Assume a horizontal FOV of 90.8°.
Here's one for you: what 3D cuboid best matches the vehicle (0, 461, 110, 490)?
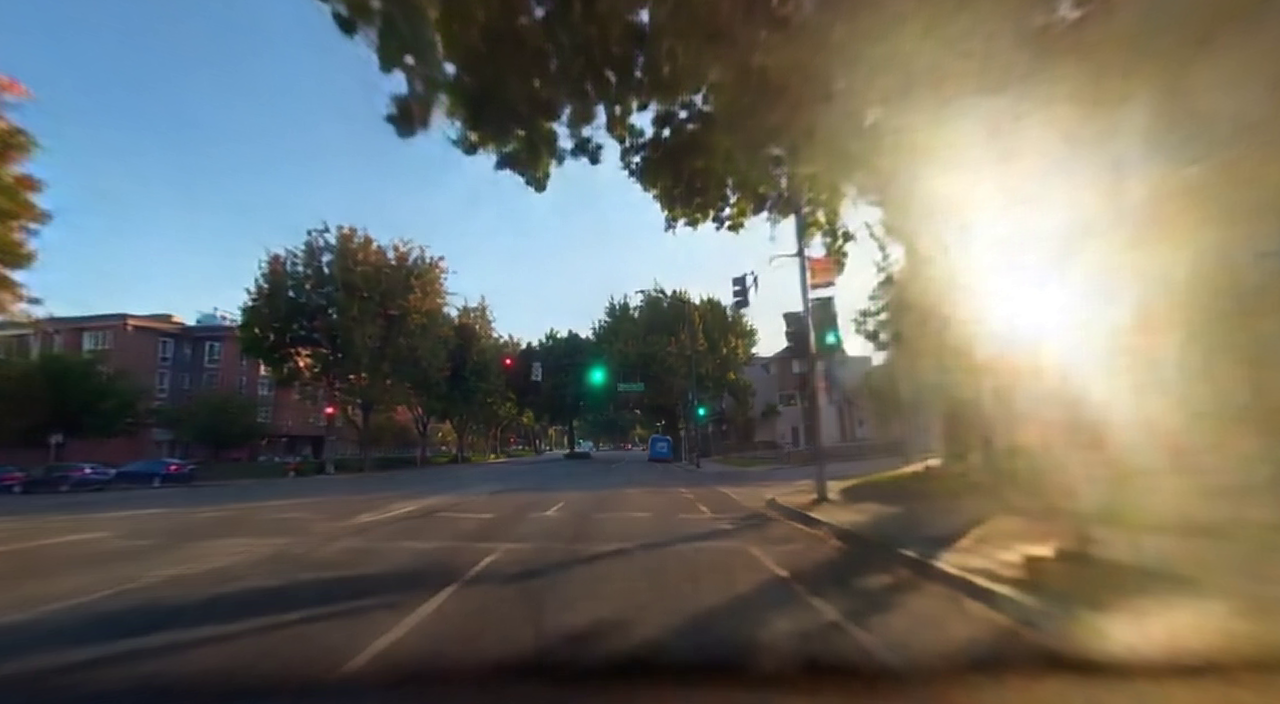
[{"bbox_3d":[-31.442,6.587,33.824,4.453,1.441,1.770,0,-9,-1],"label":"vehicle"}]

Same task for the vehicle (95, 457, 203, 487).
[{"bbox_3d":[-26.344,6.455,33.996,4.153,1.493,1.808,0,-9,-2],"label":"vehicle"}]
